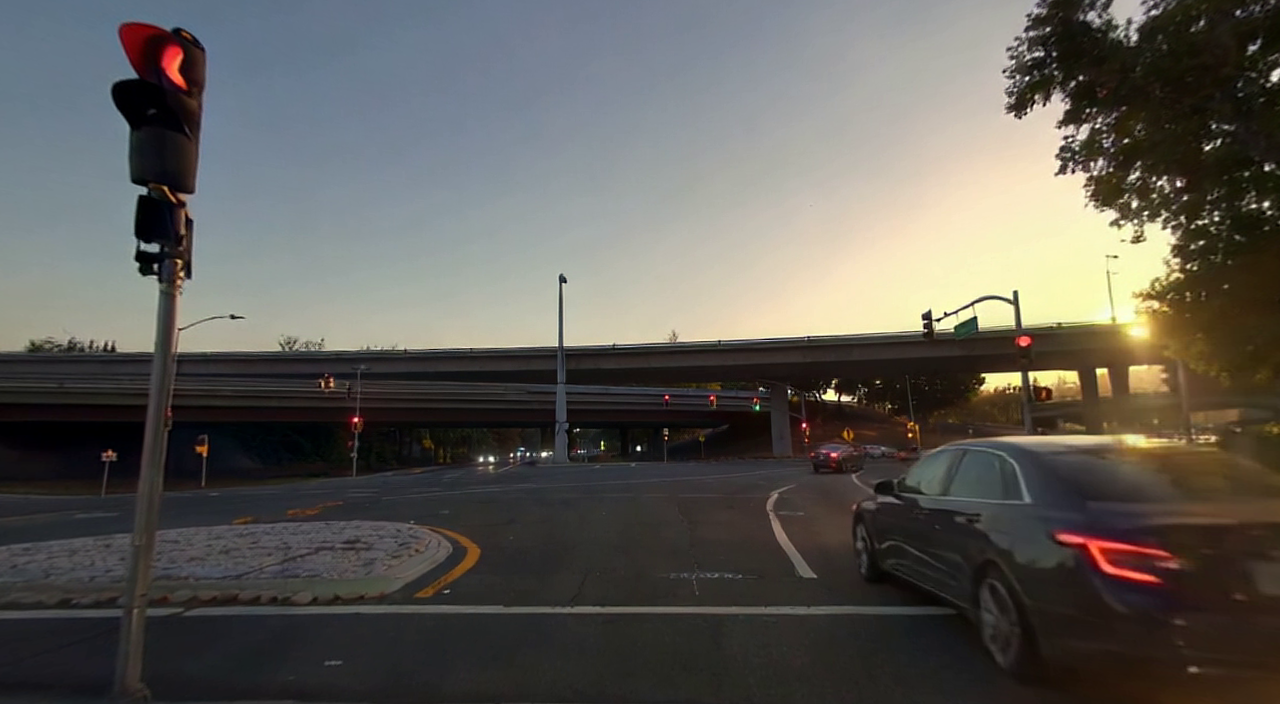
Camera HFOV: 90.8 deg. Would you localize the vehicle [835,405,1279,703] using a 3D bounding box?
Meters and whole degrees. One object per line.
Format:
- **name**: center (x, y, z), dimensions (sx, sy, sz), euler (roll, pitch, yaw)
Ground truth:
- **vehicle**: center (2.857, 1.159, 3.794), dimensions (1.909, 1.425, 4.521), euler (0, -8, 0)
